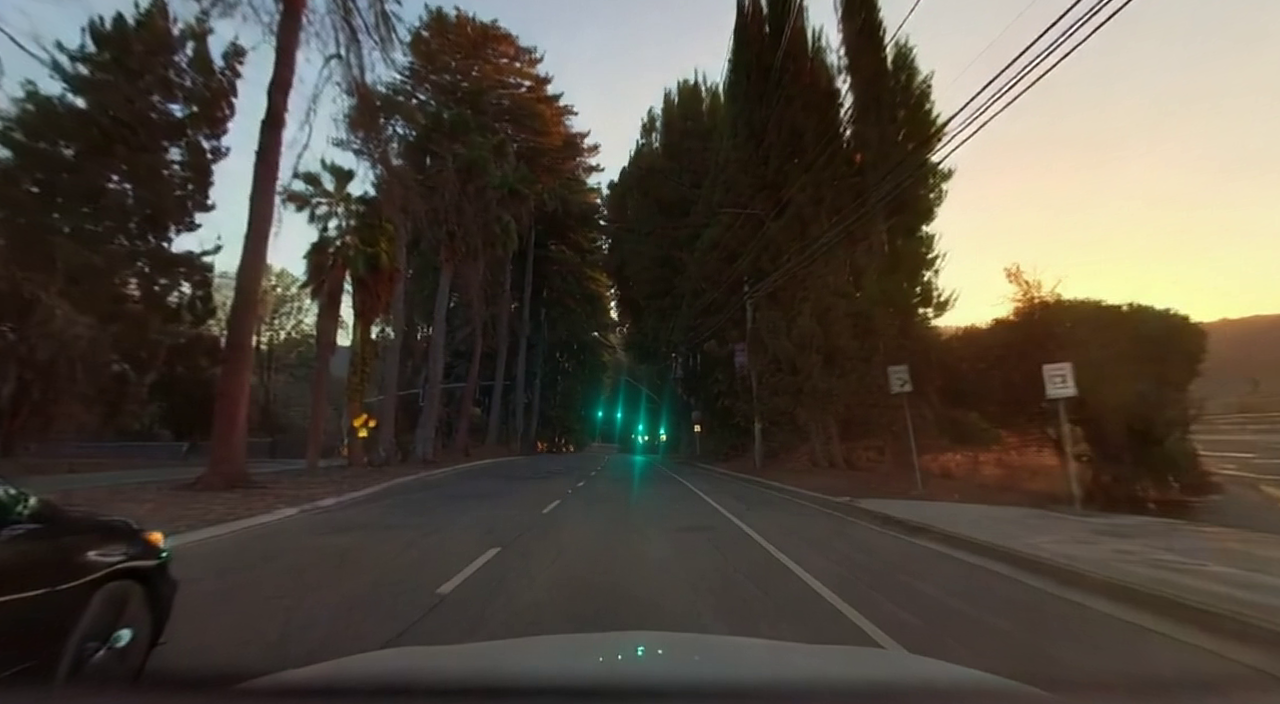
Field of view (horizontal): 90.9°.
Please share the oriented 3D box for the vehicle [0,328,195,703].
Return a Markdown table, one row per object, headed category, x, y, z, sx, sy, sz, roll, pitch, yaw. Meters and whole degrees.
| category | x | y | z | sx | sy | sz | roll | pitch | yaw |
| --- | --- | --- | --- | --- | --- | --- | --- | --- | --- |
| vehicle | -3.822 | 0.615 | 1.380 | 2.161 | 1.796 | 4.738 | 0 | -8 | 1 |
